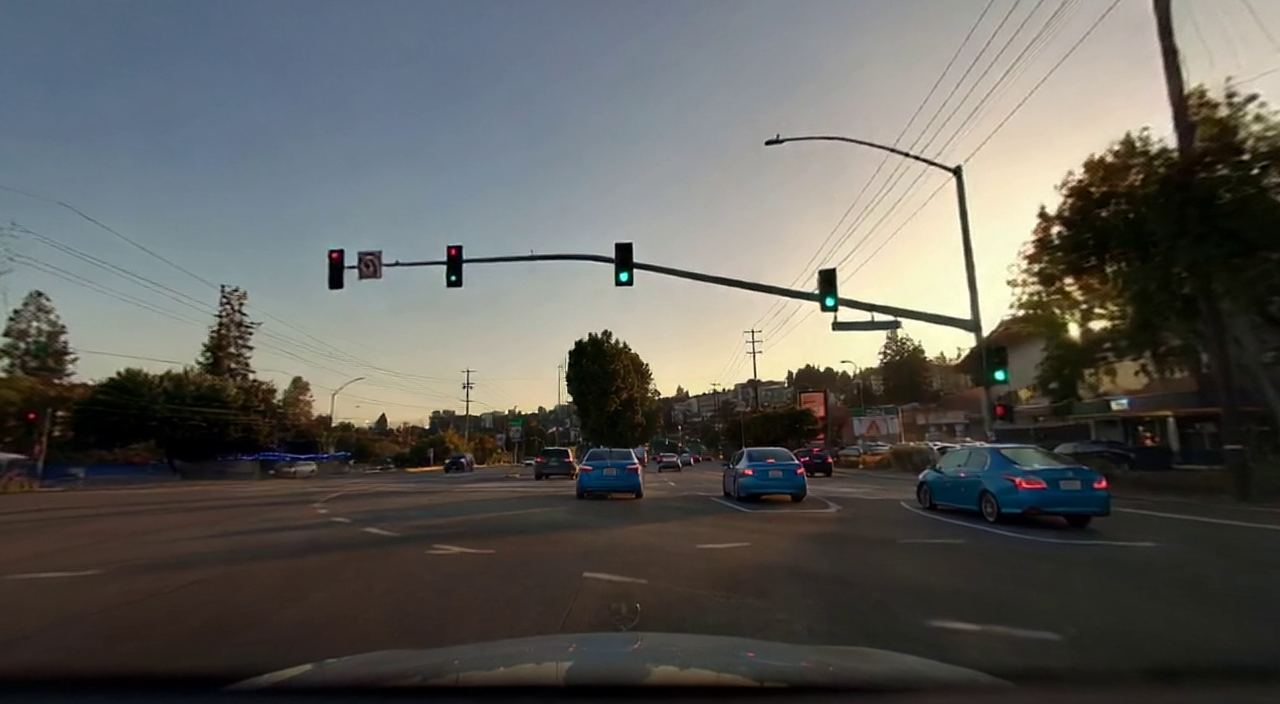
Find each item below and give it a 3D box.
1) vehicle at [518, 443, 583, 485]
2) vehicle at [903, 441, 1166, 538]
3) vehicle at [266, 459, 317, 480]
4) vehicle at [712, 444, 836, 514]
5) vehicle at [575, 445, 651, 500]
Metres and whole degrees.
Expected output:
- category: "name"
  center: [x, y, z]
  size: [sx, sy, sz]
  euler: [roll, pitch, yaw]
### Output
- category: "vehicle"
  center: [-3.683, 4.707, 26.808]
  size: [2.073, 1.606, 4.364]
  euler: [0, -9, 0]
- category: "vehicle"
  center: [6.921, 2.424, 11.848]
  size: [2.004, 1.455, 4.417]
  euler: [0, -9, -1]
- category: "vehicle"
  center: [-27.303, 9.210, 49.620]
  size: [1.859, 1.482, 3.717]
  euler: [0, -9, 1]
- category: "vehicle"
  center: [3.164, 3.080, 15.940]
  size: [2.053, 1.490, 4.464]
  euler: [0, -9, -1]
- category: "vehicle"
  center: [-0.754, 3.584, 19.267]
  size: [2.065, 1.464, 4.216]
  euler: [0, -9, -1]
